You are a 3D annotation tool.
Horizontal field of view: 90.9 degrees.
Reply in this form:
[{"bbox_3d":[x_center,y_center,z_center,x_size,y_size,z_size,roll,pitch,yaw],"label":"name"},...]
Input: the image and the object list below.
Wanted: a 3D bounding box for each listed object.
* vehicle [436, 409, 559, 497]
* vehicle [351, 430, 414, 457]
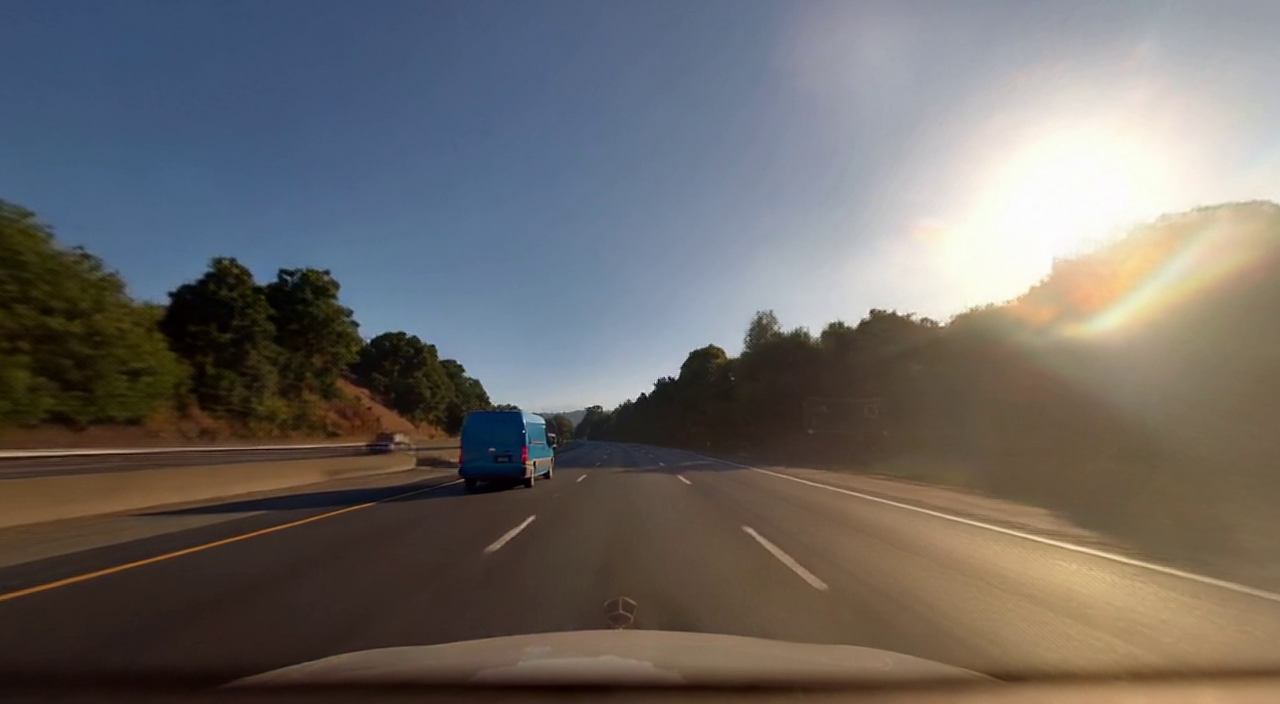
[{"bbox_3d":[-3.615,2.668,17.053,2.297,2.011,4.736,0,-8,-1],"label":"vehicle"},{"bbox_3d":[-16.300,5.826,40.183,2.196,1.632,4.565,0,-8,-1],"label":"vehicle"}]
